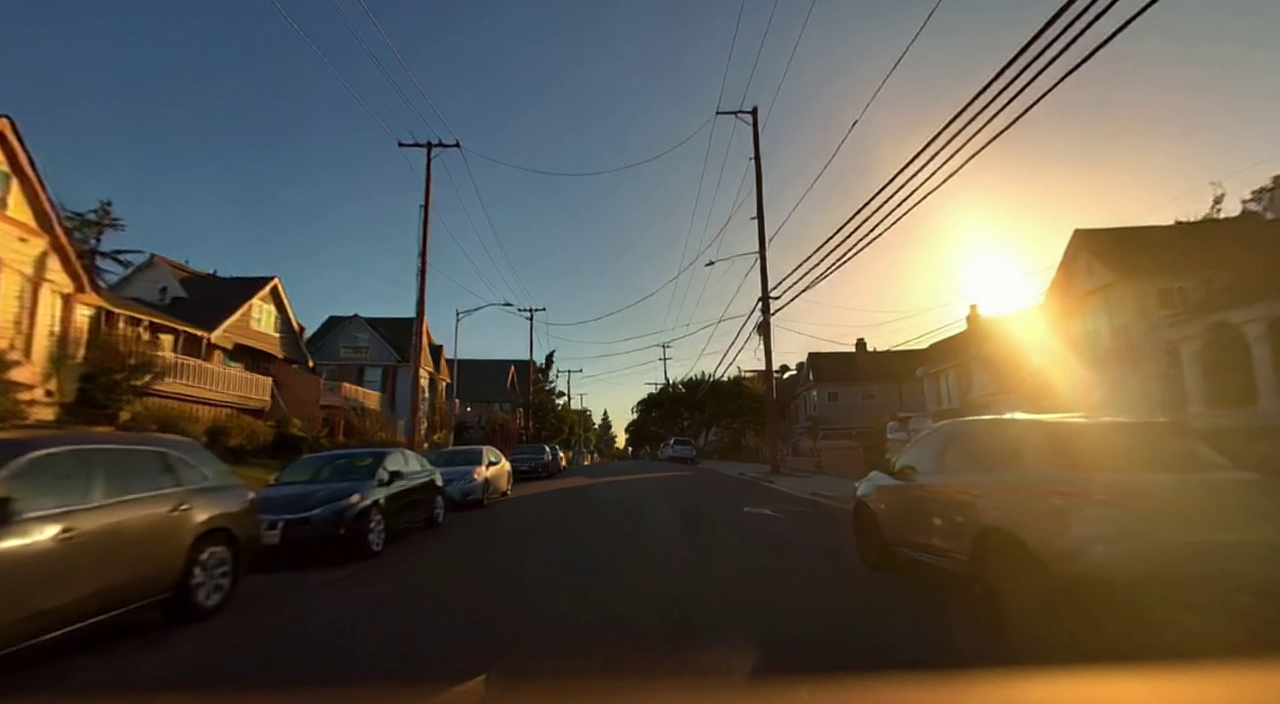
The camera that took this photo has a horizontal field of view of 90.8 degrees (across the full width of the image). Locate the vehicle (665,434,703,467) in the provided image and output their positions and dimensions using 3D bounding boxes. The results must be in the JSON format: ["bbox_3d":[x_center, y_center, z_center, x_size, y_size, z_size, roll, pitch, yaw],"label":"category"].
[{"bbox_3d":[3.137,7.171,46.031,2.343,2.229,4.199,0,-9,-1],"label":"vehicle"}]

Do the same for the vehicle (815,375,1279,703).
[{"bbox_3d":[3.315,1.279,5.508,1.957,1.644,4.433,1,-9,-5],"label":"vehicle"}]

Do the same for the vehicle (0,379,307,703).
[{"bbox_3d":[-4.263,1.151,3.812,2.031,1.708,4.746,-2,-10,-2],"label":"vehicle"}]
